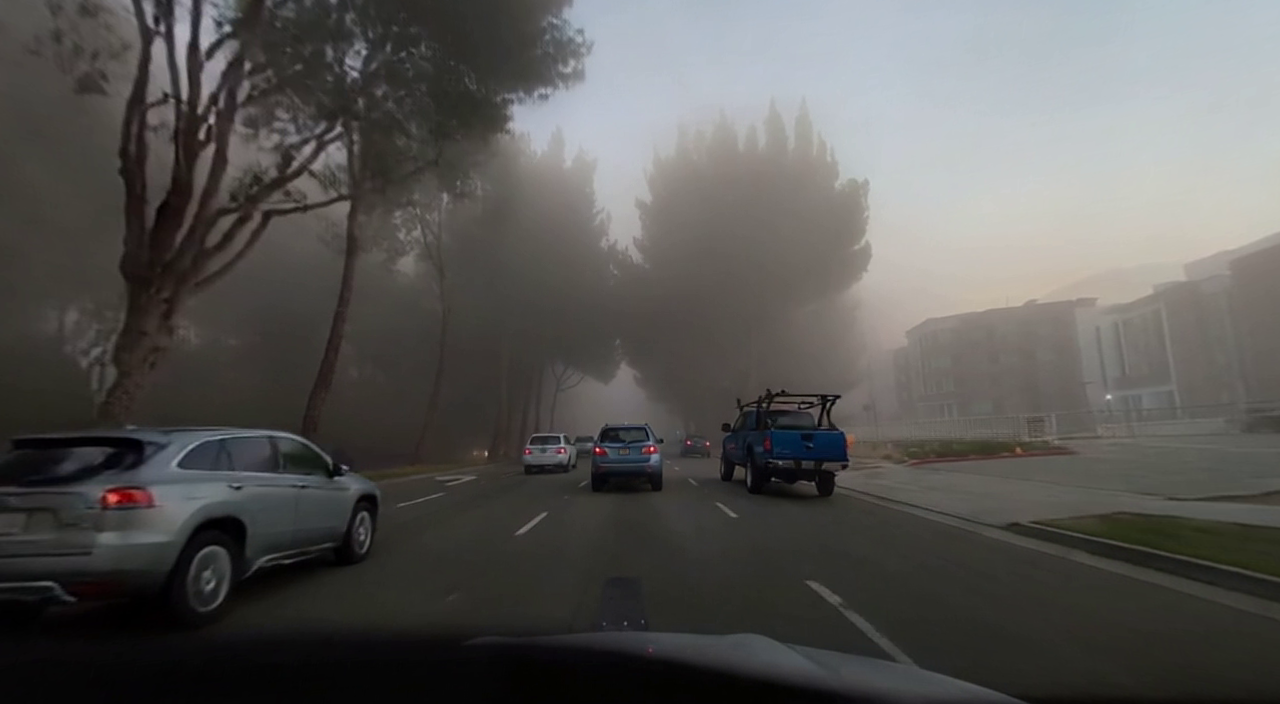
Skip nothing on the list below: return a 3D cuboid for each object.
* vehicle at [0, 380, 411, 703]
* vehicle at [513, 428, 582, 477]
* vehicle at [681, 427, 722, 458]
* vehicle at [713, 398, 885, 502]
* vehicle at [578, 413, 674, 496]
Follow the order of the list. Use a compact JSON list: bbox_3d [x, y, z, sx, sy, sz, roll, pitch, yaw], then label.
[{"bbox_3d":[-3.890,1.286,5.469,1.959,1.614,4.676,0,-8,1],"label":"vehicle"},{"bbox_3d":[-3.336,3.705,23.445,1.894,1.642,3.861,0,-8,1],"label":"vehicle"},{"bbox_3d":[3.972,5.952,41.447,2.183,1.948,4.633,0,-8,-1],"label":"vehicle"},{"bbox_3d":[3.517,2.402,15.660,2.655,2.054,6.098,0,-8,0],"label":"vehicle"},{"bbox_3d":[-0.261,2.521,15.725,2.075,1.770,4.018,0,-8,1],"label":"vehicle"}]
